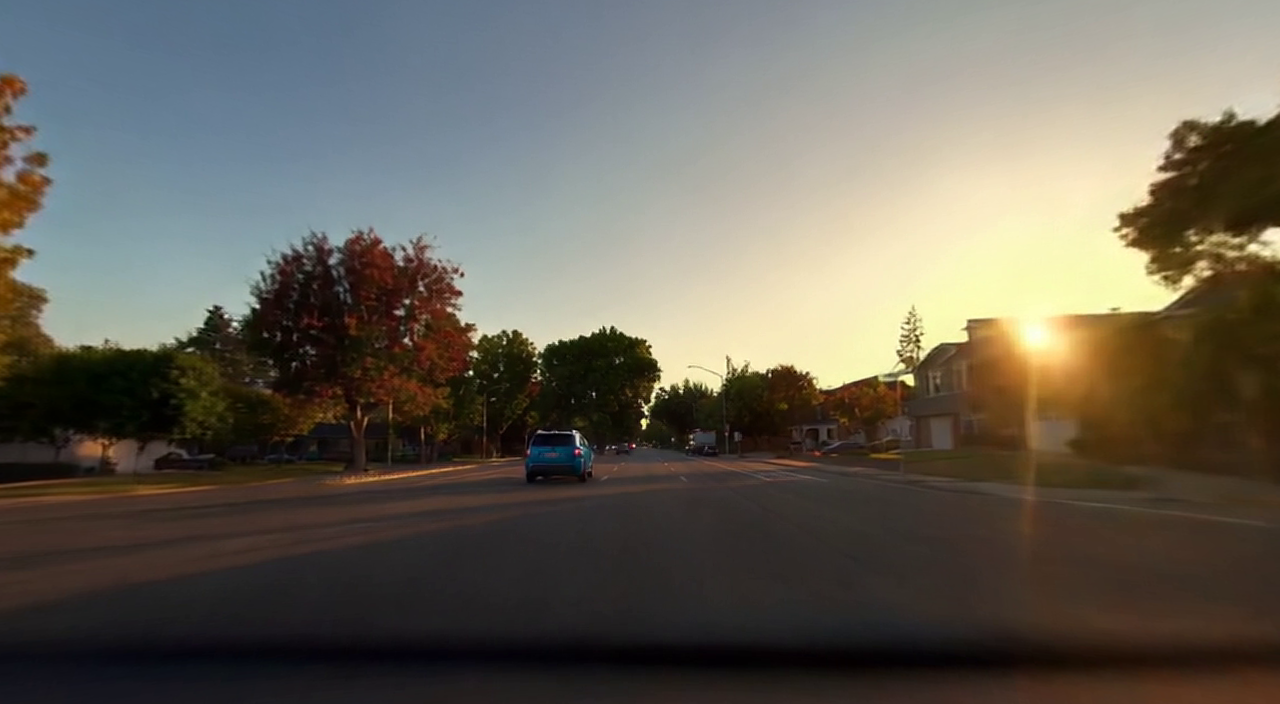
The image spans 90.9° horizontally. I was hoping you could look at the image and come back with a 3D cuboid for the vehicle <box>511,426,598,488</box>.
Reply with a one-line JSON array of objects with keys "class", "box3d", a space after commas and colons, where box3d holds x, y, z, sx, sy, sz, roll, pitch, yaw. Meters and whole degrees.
[{"class": "vehicle", "box3d": [-2.744, 3.529, 21.485, 2.179, 1.851, 4.756, 0, -8, 2]}]
